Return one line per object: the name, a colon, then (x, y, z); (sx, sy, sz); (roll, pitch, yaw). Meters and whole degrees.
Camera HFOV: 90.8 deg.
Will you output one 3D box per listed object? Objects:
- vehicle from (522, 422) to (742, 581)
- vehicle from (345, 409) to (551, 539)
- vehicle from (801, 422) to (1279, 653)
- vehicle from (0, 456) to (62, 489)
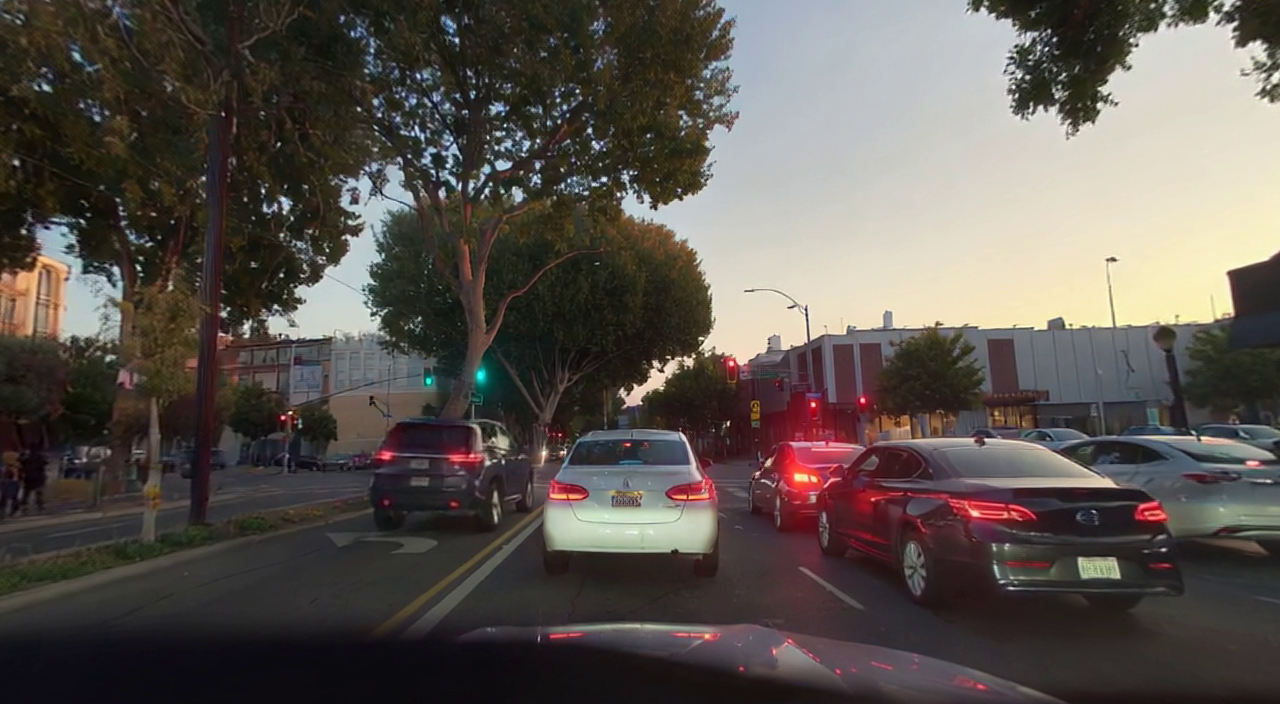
vehicle: (-0.106, 1.749, 8.192); (2.118, 1.512, 4.013); (0, -9, -1)
vehicle: (-3.105, 2.127, 11.603); (2.223, 1.840, 4.919); (0, -9, 0)
vehicle: (3.227, 1.536, 6.396); (1.912, 1.454, 4.537); (0, -9, -1)
vehicle: (-31.729, 5.988, 31.504); (1.913, 1.531, 4.000); (-9, -12, 43)
